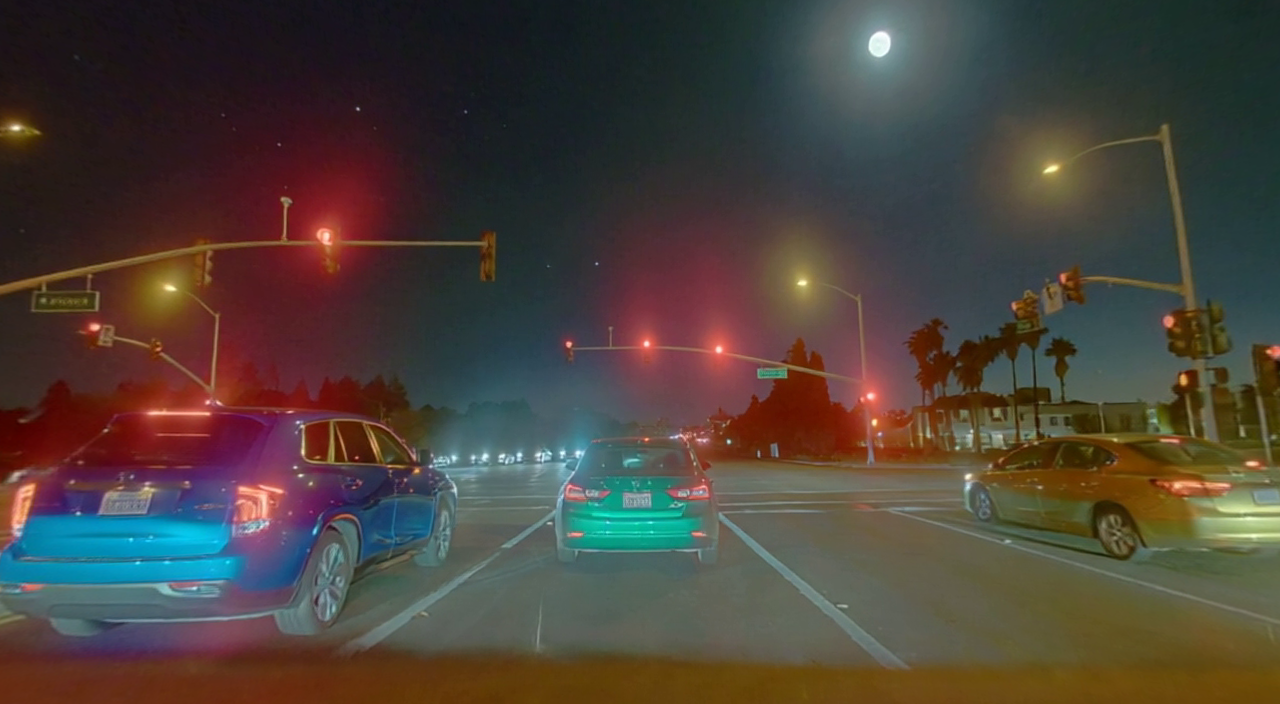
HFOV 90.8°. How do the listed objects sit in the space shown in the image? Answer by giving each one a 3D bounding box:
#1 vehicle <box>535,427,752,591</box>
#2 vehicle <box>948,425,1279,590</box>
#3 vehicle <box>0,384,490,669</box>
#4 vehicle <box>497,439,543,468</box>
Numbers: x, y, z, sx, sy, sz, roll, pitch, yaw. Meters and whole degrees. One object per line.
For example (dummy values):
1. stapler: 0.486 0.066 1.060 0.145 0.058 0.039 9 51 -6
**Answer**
1. vehicle: 0.000 1.705 7.722 1.942 1.445 3.973 0 -8 -1
2. vehicle: 6.090 1.760 8.095 1.970 1.489 4.482 0 -8 -1
3. vehicle: -3.100 1.369 6.084 2.051 1.682 4.467 0 -8 2
4. vehicle: -7.928 6.708 42.031 2.130 1.810 4.450 -2 -8 1
